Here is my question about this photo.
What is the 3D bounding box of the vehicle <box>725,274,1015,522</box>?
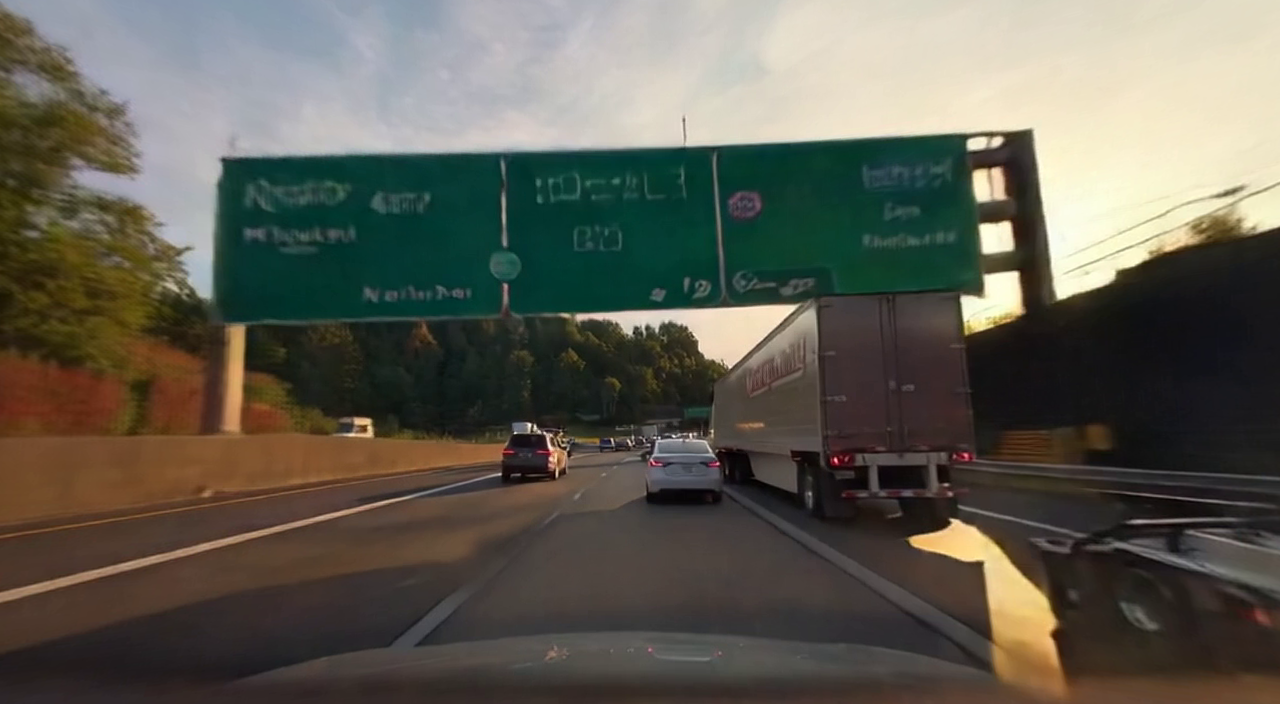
[{"bbox_3d":[4.693,1.670,17.542,2.883,4.070,14.423,0,-8,1],"label":"vehicle"}]

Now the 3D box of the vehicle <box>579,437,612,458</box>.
[{"bbox_3d":[-3.439,7.533,49.836,2.181,1.538,4.169,0,-8,1],"label":"vehicle"}]

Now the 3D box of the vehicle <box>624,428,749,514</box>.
[{"bbox_3d":[0.809,2.395,13.285,2.200,1.495,4.282,0,-8,0],"label":"vehicle"}]

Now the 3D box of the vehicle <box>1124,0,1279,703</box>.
[{"bbox_3d":[4.499,-0.565,0.659,2.981,3.988,6.053,0,-8,0],"label":"vehicle"}]

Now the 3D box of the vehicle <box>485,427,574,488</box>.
[{"bbox_3d":[-3.401,3.316,20.325,2.006,1.729,4.447,0,-8,1],"label":"vehicle"}]
